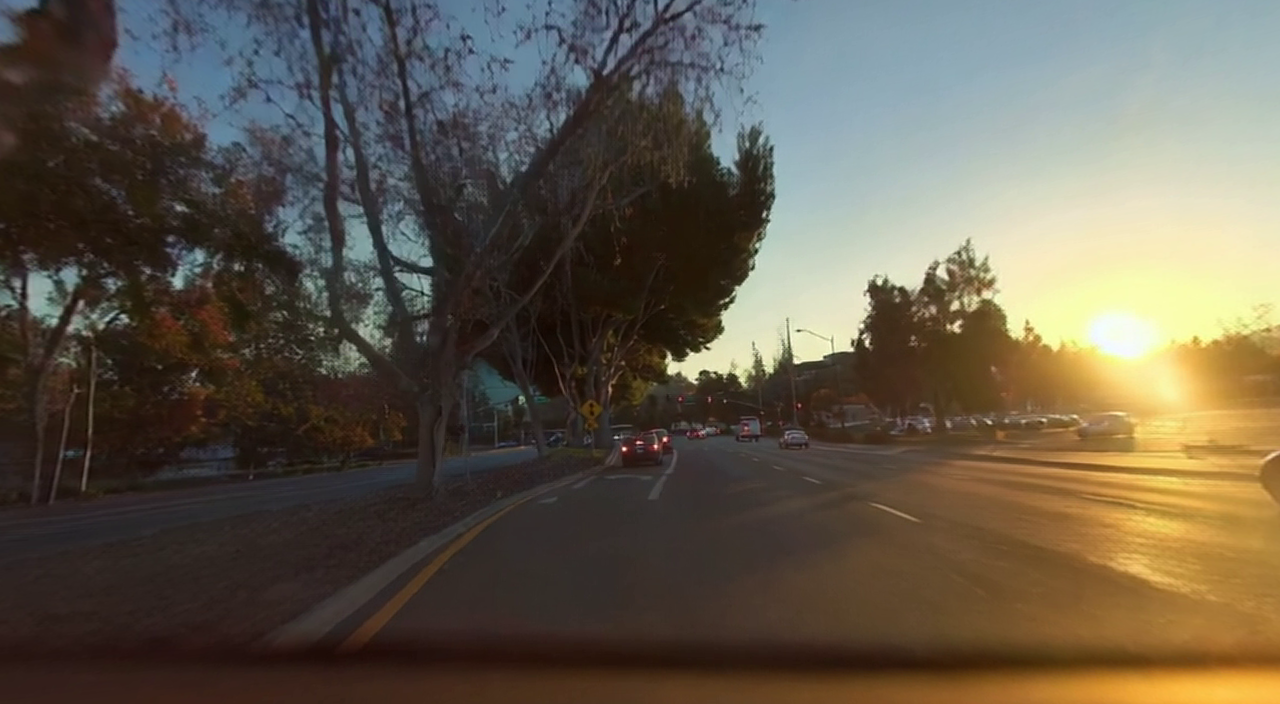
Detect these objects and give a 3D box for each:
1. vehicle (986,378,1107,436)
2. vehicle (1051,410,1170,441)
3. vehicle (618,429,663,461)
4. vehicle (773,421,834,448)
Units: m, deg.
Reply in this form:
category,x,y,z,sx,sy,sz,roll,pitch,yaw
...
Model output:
category,x,y,z,sx,sy,sz,roll,pitch,yaw
vehicle,27.735,3.829,42.981,7.827,3.570,3.121,5,-7,-25
vehicle,24.182,3.861,32.614,1.784,1.472,4.532,3,-9,-23
vehicle,0.100,4.691,31.769,2.032,1.461,4.173,-1,-9,3
vehicle,10.605,5.444,41.221,1.991,1.695,4.357,2,-9,-14
